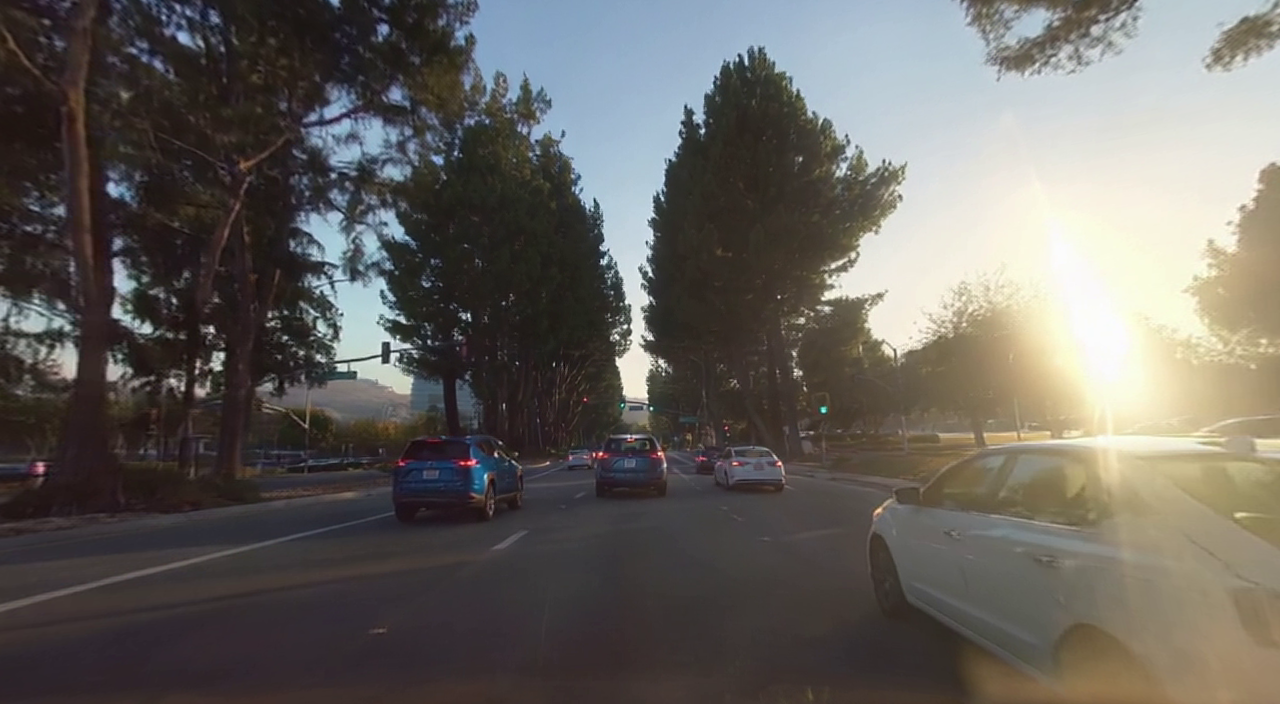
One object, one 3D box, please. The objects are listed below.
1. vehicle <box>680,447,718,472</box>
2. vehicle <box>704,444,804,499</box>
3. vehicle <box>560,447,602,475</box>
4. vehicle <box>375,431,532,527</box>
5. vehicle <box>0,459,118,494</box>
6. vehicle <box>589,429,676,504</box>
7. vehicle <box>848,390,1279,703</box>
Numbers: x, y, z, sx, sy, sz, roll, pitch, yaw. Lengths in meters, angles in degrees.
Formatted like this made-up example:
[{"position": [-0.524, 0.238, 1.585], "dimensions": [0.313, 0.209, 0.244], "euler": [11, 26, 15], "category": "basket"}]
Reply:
[{"position": [3.807, 6.972, 41.109], "dimensions": [1.996, 1.443, 4.270], "euler": [0, -8, -1], "category": "vehicle"}, {"position": [3.357, 3.606, 19.570], "dimensions": [2.036, 1.480, 4.659], "euler": [0, -8, -3], "category": "vehicle"}, {"position": [-3.343, 6.282, 36.449], "dimensions": [1.897, 1.479, 4.204], "euler": [0, -8, 1], "category": "vehicle"}, {"position": [-3.748, 2.625, 13.619], "dimensions": [2.039, 1.709, 4.265], "euler": [0, -8, 1], "category": "vehicle"}, {"position": [-34.016, 7.203, 36.538], "dimensions": [5.352, 1.850, 2.276], "euler": [0, -8, -2], "category": "vehicle"}, {"position": [-0.194, 3.132, 17.685], "dimensions": [2.132, 1.816, 4.471], "euler": [0, -8, 0], "category": "vehicle"}, {"position": [3.011, 1.139, 3.809], "dimensions": [1.976, 1.491, 4.427], "euler": [0, -8, 0], "category": "vehicle"}]
